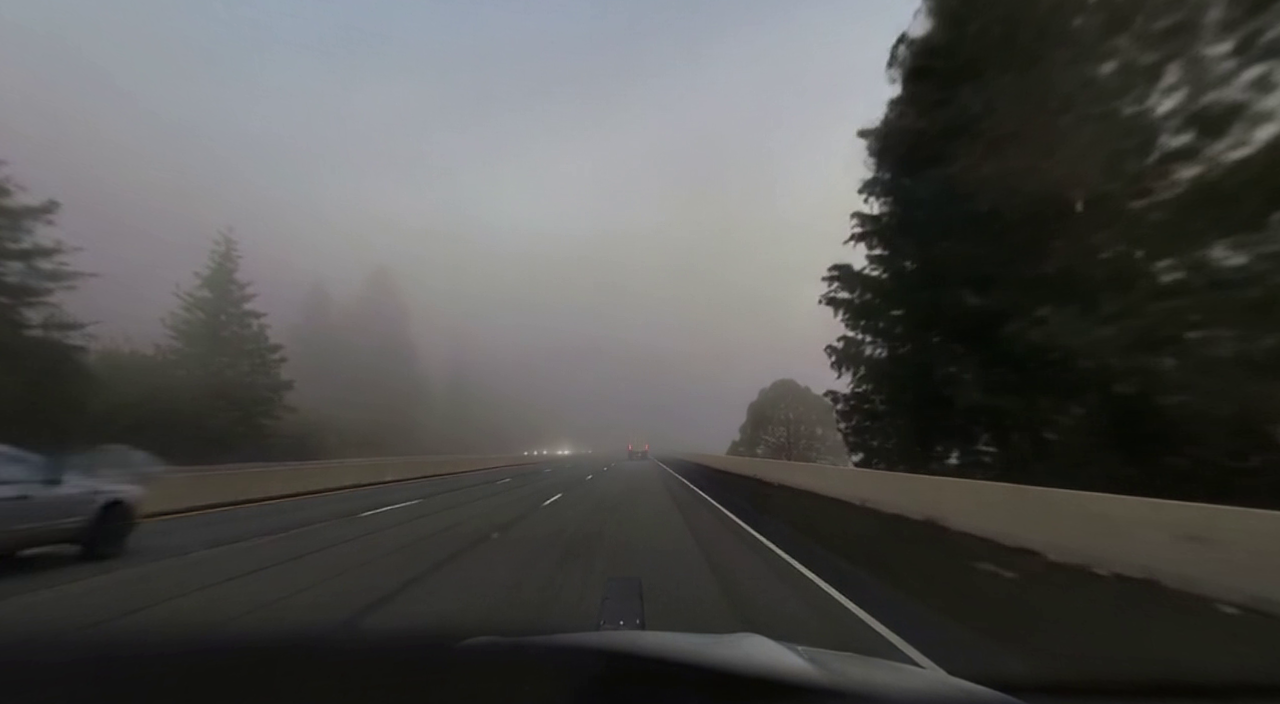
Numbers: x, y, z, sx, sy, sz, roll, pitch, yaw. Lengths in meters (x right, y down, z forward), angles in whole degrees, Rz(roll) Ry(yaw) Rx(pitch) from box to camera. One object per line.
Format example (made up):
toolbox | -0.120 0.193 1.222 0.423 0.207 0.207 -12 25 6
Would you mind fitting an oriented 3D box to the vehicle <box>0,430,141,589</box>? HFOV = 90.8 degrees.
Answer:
vehicle | -7.482 1.446 5.455 2.179 1.577 5.070 0 -9 0
